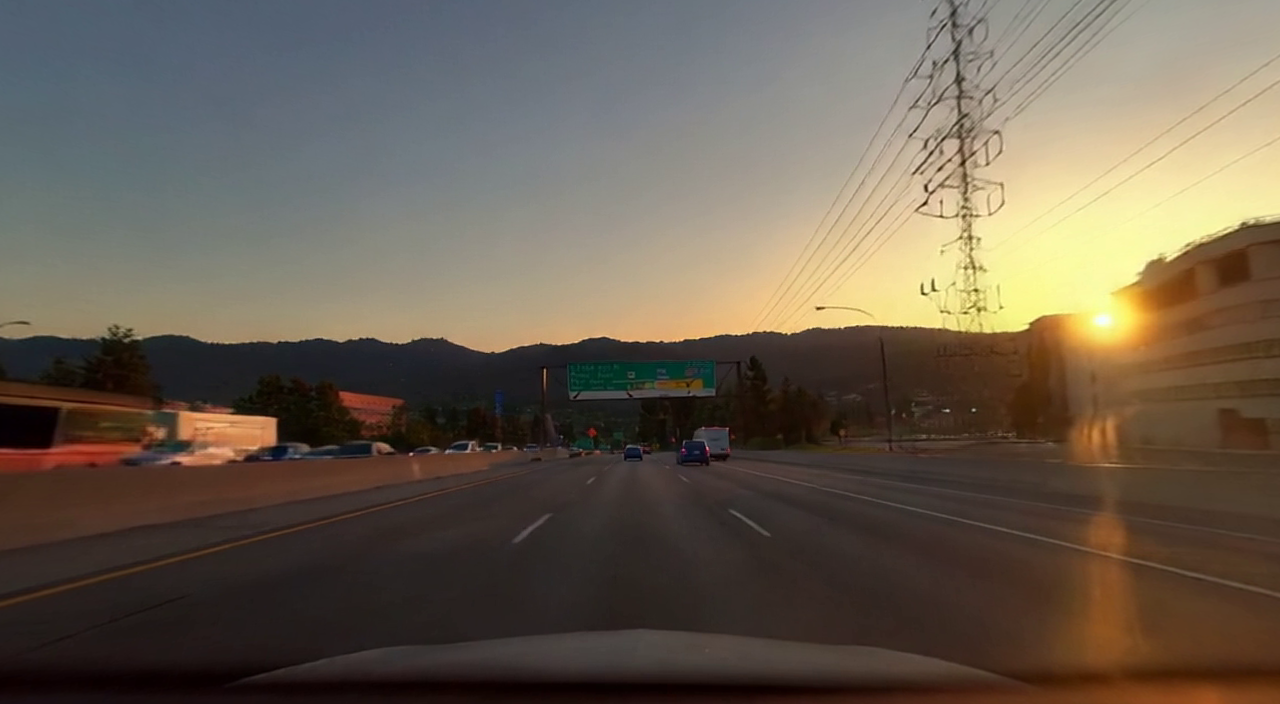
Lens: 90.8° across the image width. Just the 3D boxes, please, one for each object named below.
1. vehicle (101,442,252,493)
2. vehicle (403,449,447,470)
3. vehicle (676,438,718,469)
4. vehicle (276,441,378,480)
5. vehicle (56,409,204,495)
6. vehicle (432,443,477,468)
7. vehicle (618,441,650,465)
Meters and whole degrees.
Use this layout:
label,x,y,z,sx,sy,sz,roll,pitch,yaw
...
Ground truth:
label,x,y,z,sx,sy,sz,roll,pitch,yaw
vehicle,-21.363,5.326,29.644,2.258,2.068,6.386,0,-9,0
vehicle,-16.932,8.475,49.941,1.957,1.516,3.844,0,-9,2
vehicle,3.437,6.218,38.916,2.036,1.796,4.470,0,-9,-2
vehicle,-13.306,4.632,27.240,1.934,1.522,4.697,0,-9,1
vehicle,-25.670,5.053,32.215,2.968,3.977,5.142,0,-9,0
vehicle,-13.893,7.758,47.537,1.962,1.792,4.576,0,-9,0
vehicle,-0.451,7.632,47.991,2.325,1.712,4.592,0,-9,0
